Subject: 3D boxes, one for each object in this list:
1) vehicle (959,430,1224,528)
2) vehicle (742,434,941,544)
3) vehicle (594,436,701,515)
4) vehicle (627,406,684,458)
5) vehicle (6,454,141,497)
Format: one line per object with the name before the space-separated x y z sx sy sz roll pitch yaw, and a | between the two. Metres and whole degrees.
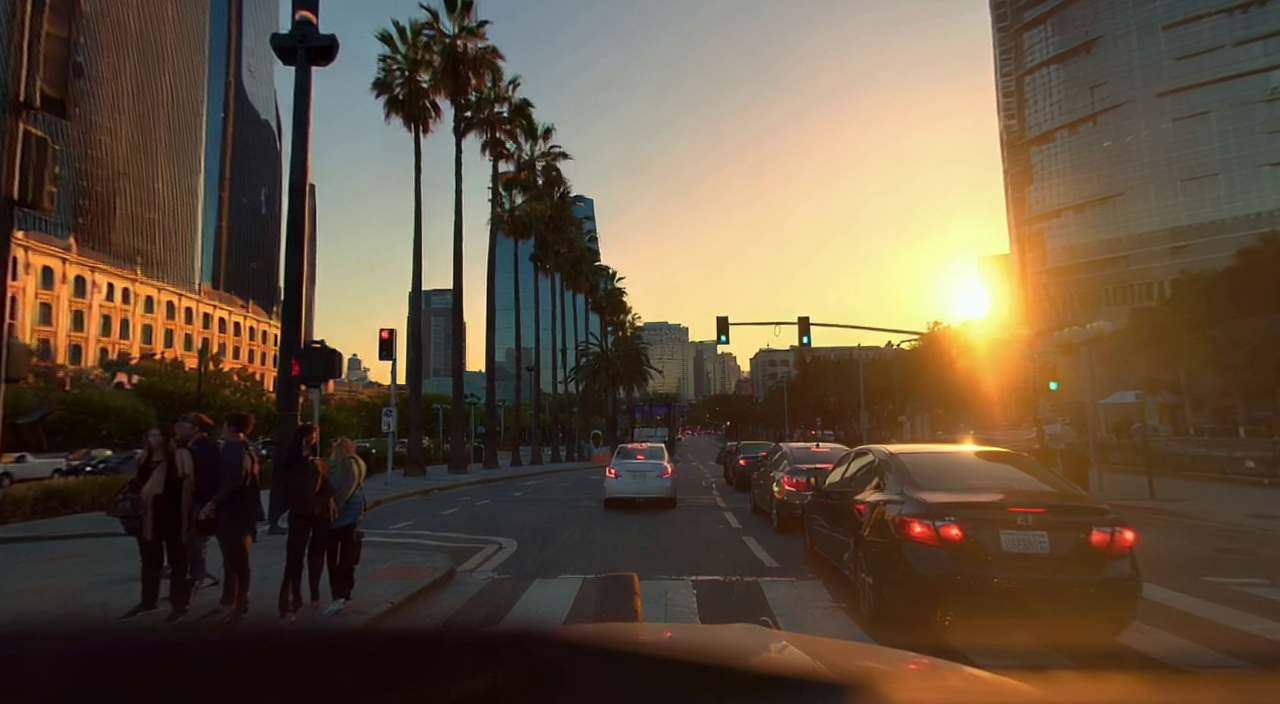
vehicle | 8.182 2.318 12.049 1.859 1.508 4.259 0 -9 -1
vehicle | 3.108 2.206 10.841 1.913 1.469 4.425 0 -9 -1
vehicle | 0.169 2.655 13.952 2.048 1.503 3.681 0 -9 1
vehicle | 0.817 3.750 28.920 2.230 2.158 5.498 -1 -9 5
vehicle | -26.705 5.779 29.951 2.105 1.793 4.812 0 -9 -4
